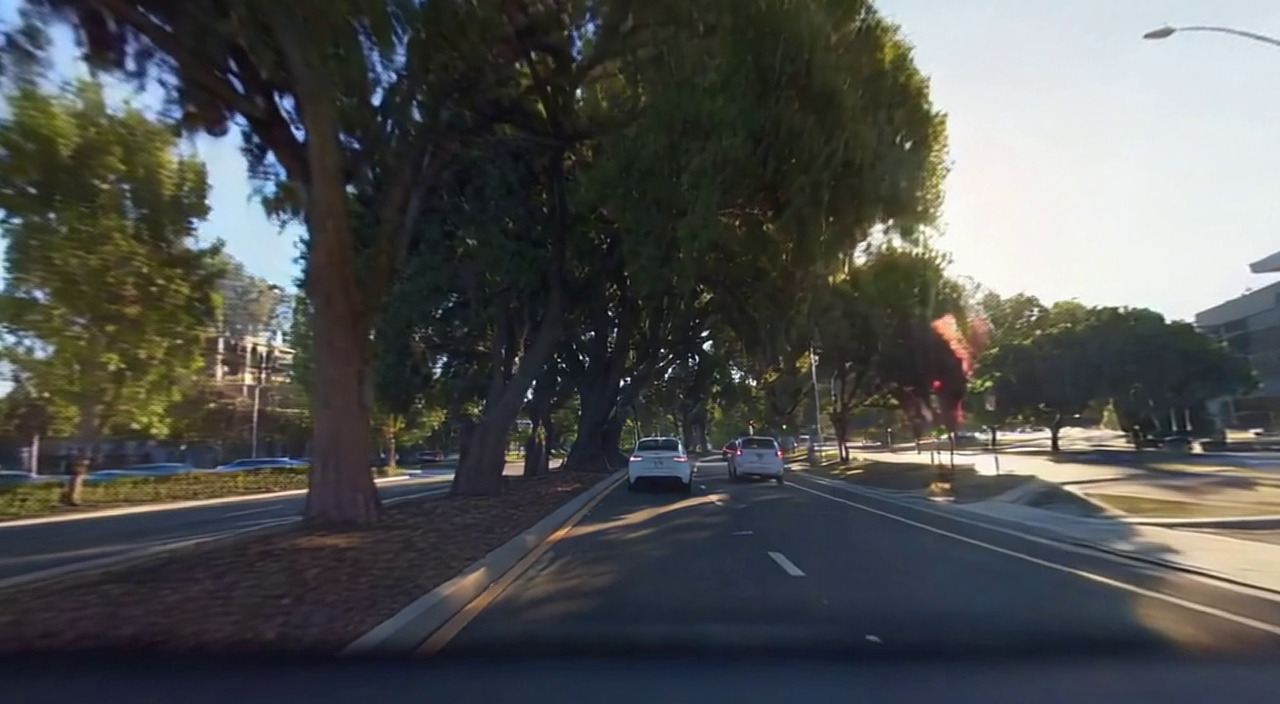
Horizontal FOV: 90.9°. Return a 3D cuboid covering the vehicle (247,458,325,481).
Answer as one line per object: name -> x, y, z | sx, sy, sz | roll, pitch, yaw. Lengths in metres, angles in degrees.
vehicle -> -25.008, 8.308, 44.638 | 4.374, 1.502, 1.925 | -1, -8, 5

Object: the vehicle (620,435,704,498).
vehicle -> 0.620, 3.257, 18.331 | 2.154, 1.585, 3.997 | -1, -8, 2

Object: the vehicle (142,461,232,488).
vehicle -> -26.800, 7.242, 37.352 | 4.011, 1.473, 1.913 | -2, -8, 9

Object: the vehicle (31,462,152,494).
vehicle -> -27.929, 6.390, 32.195 | 4.366, 1.486, 2.072 | -1, -8, 4

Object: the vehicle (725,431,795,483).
vehicle -> 4.580, 4.080, 24.853 | 1.953, 1.818, 5.299 | -1, -8, 3
